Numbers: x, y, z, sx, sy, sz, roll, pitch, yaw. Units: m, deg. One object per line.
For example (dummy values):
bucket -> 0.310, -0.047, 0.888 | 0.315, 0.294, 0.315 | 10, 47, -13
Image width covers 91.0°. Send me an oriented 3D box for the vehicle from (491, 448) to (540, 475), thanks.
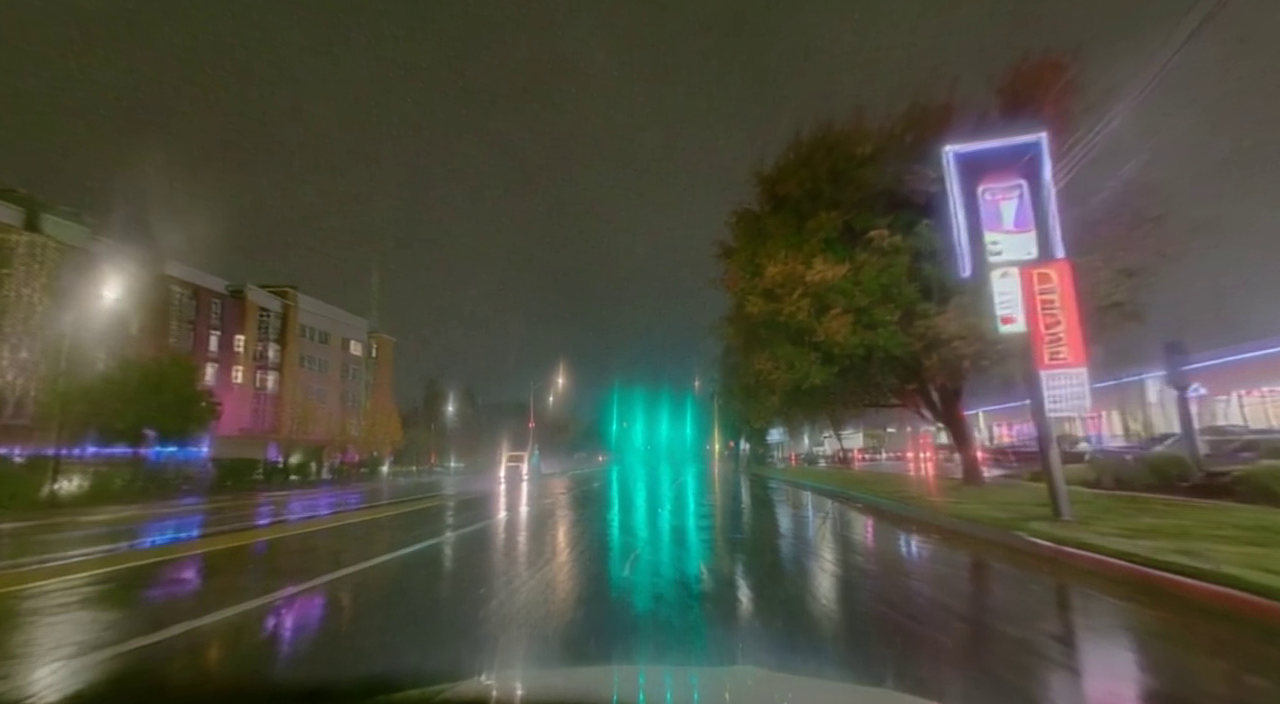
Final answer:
vehicle -> -8.893, 7.846, 45.373 | 2.209, 1.773, 4.481 | -1, -9, 5
